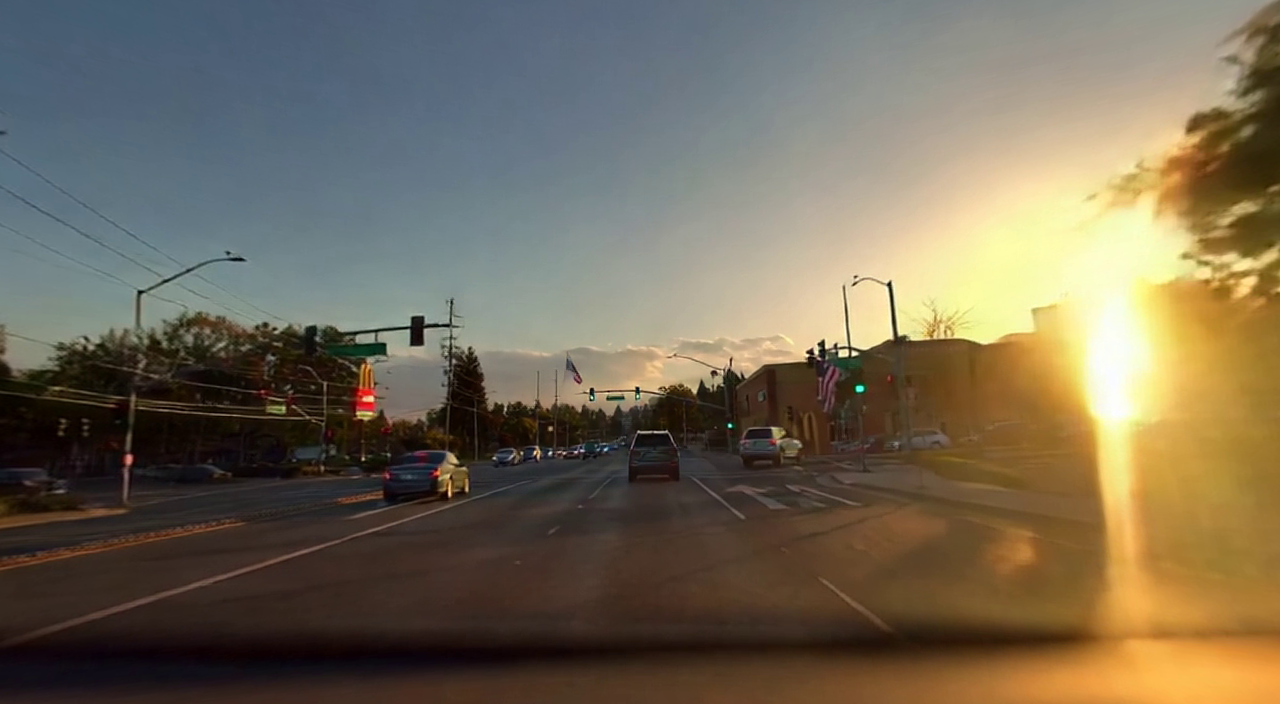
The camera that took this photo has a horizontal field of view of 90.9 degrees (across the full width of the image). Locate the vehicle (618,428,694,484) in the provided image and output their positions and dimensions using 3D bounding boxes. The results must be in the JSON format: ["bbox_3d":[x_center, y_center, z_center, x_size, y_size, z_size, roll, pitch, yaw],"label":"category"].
[{"bbox_3d":[0.524,3.893,23.801,2.513,1.854,5.235,0,-8,0],"label":"vehicle"}]

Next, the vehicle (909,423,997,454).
[{"bbox_3d":[18.756,5.193,37.866,4.386,1.760,2.228,3,-9,-20],"label":"vehicle"}]

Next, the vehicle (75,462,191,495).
[{"bbox_3d":[-29.747,7.422,37.092,4.890,1.806,2.205,0,-8,2],"label":"vehicle"}]

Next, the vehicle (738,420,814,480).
[{"bbox_3d":[5.788,4.037,26.193,2.452,2.148,5.877,-3,-9,18],"label":"vehicle"}]

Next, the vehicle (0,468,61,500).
[{"bbox_3d":[-37.753,7.824,37.426,4.839,1.742,1.993,0,-8,2],"label":"vehicle"}]

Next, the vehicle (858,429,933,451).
[{"bbox_3d":[17.857,6.188,44.252,4.430,1.480,1.923,0,-9,-1],"label":"vehicle"}]

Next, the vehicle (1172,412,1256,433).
[{"bbox_3d":[43.703,5.363,48.060,4.379,1.492,1.995,0,-9,0],"label":"vehicle"}]

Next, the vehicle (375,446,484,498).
[{"bbox_3d":[-6.577,3.767,20.311,1.966,1.461,4.422,0,-9,0],"label":"vehicle"}]

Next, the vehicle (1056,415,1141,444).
[{"bbox_3d":[34.506,5.878,47.527,4.819,1.562,1.877,-6,-8,-2],"label":"vehicle"}]
